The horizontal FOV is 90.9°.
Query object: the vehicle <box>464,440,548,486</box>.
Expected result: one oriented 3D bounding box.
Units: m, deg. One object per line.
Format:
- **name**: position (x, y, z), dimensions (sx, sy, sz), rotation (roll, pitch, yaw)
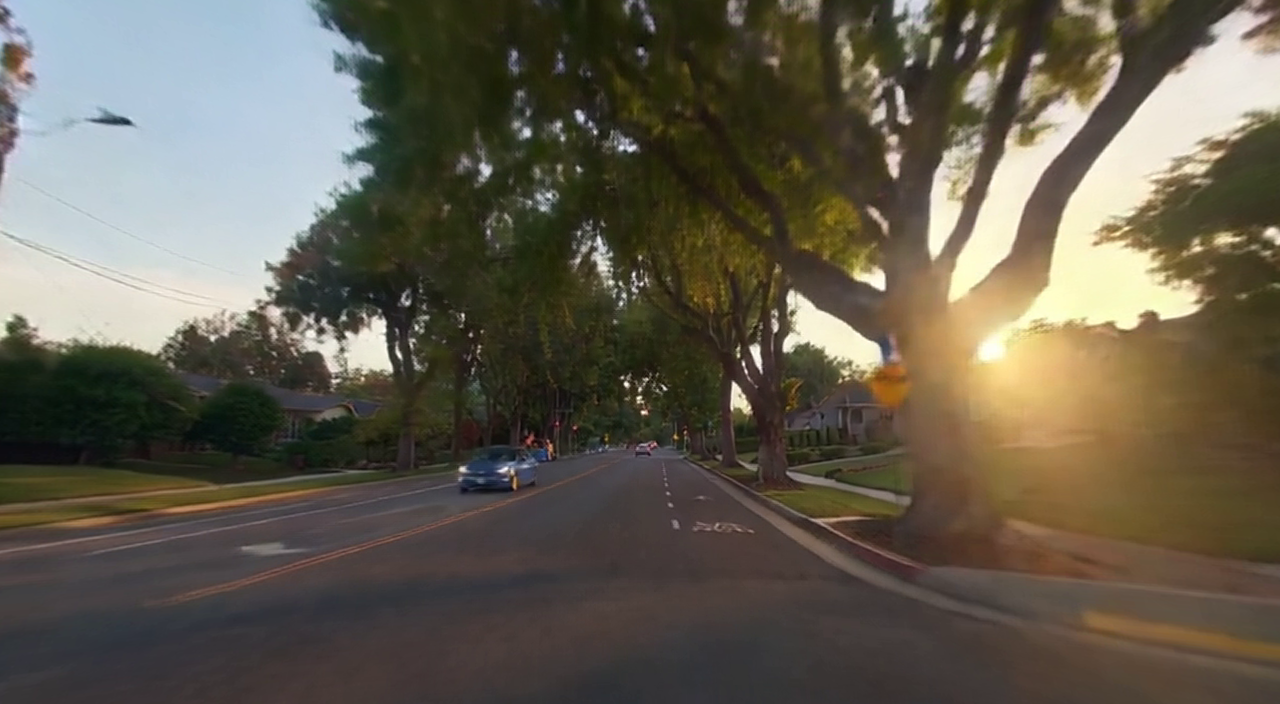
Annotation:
- **vehicle**: position (-4.827, 4.056, 23.409), dimensions (1.927, 1.521, 4.571), rotation (0, -8, 2)
